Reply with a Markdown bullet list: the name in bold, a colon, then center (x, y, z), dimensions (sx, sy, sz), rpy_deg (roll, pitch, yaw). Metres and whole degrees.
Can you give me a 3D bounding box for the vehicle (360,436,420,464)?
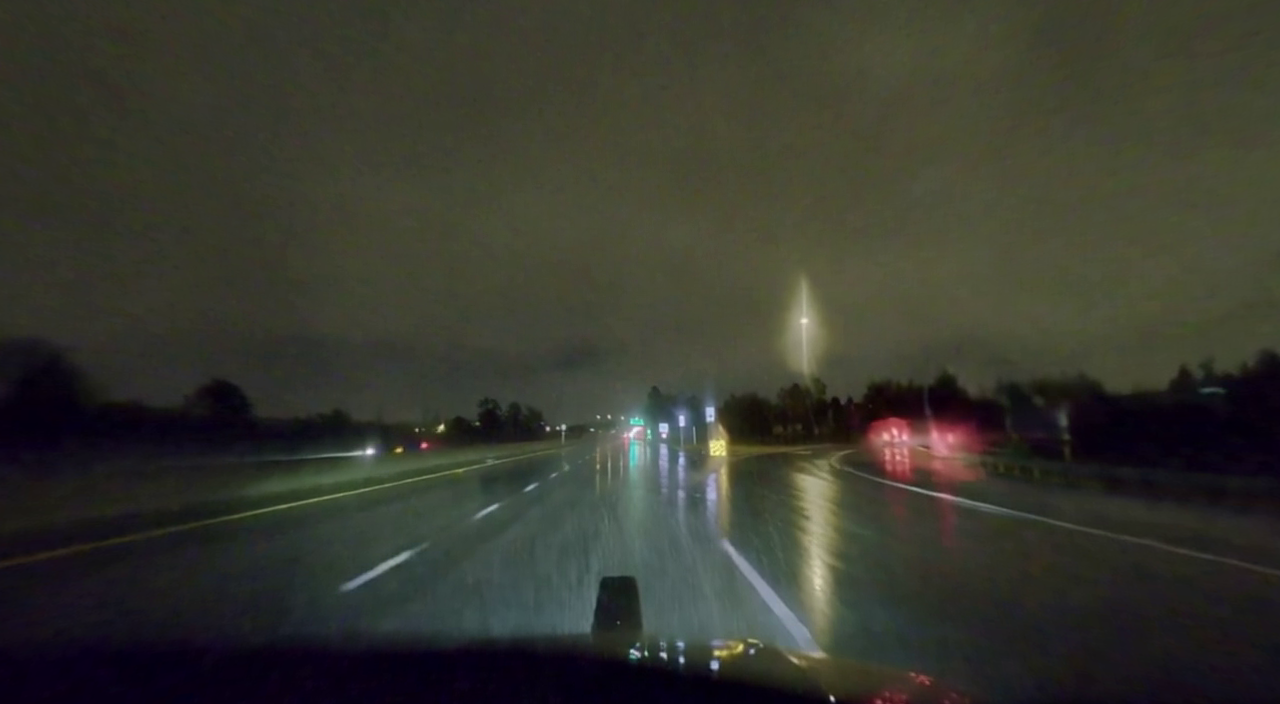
- **vehicle**: center (-17.599, 6.895, 44.568), dimensions (2.126, 1.840, 5.293), rpy_deg (0, -8, 0)
